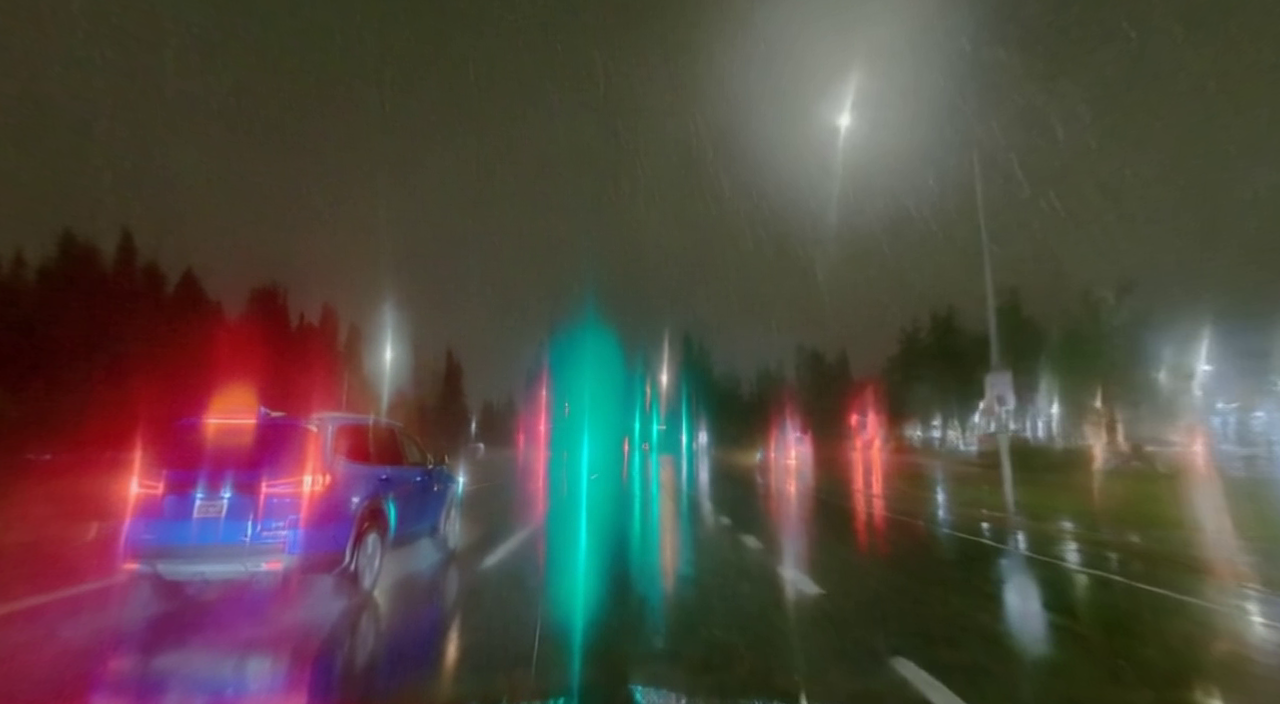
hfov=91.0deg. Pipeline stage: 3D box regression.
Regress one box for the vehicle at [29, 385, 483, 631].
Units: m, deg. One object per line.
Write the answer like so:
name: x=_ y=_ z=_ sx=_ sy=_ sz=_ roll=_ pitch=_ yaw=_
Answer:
vehicle: x=-3.283 y=1.438 z=6.770 sx=2.033 sy=1.713 sz=4.503 roll=0 pitch=-9 yaw=0
